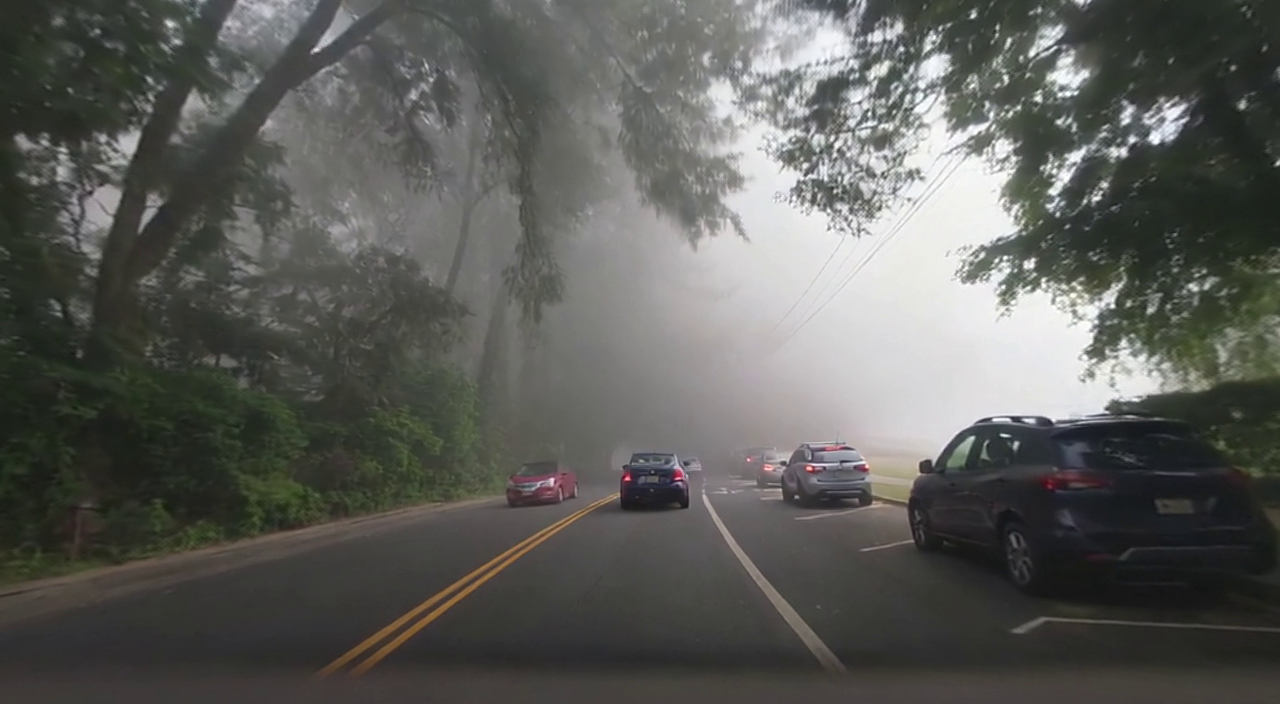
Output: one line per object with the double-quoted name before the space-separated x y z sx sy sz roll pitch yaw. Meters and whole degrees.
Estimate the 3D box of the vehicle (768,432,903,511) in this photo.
"vehicle" 4.581 2.861 15.629 1.957 1.629 4.609 0 -8 1

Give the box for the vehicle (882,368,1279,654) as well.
"vehicle" 4.284 1.339 6.407 1.968 1.783 4.826 0 -8 3

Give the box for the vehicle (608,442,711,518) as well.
"vehicle" 0.468 2.905 14.868 2.078 1.521 4.058 0 -8 2

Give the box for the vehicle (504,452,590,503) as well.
"vehicle" -3.167 4.369 22.384 2.087 1.449 4.575 -3 -9 4
